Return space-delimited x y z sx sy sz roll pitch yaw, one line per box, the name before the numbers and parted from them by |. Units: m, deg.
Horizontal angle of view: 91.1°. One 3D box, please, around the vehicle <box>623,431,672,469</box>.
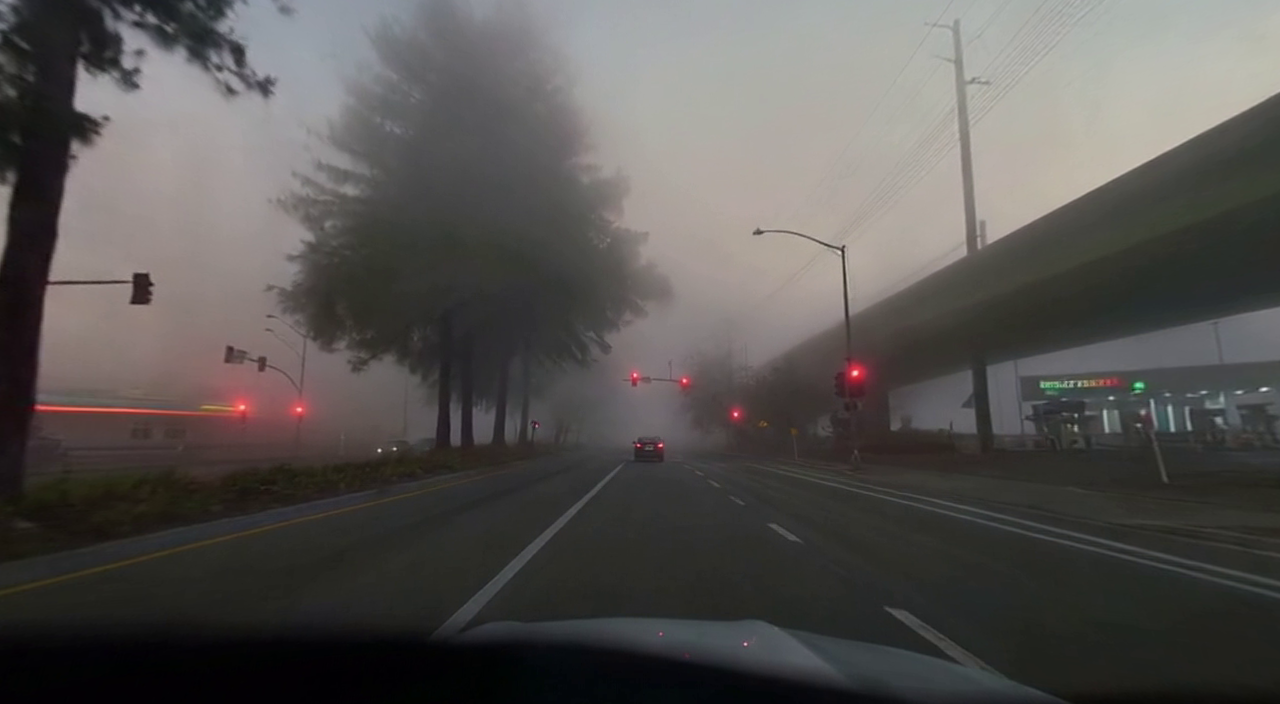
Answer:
vehicle | 0.261 4.529 29.090 2.074 1.631 3.793 0 -8 -2
